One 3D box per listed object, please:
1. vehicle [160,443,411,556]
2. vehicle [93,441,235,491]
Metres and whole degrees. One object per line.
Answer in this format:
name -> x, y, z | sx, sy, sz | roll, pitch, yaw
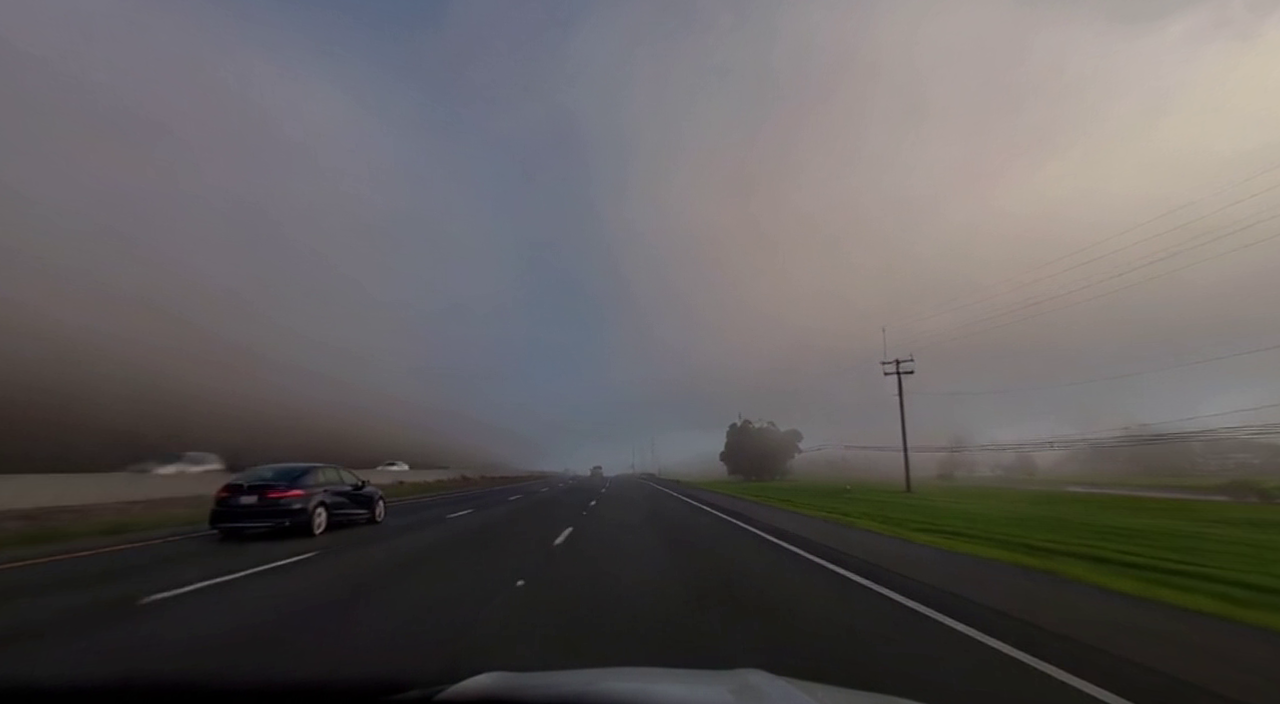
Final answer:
vehicle -> -6.308, 2.699, 12.036 | 2.194, 1.704, 4.421 | 1, -10, -1
vehicle -> -19.580, 4.766, 26.316 | 2.049, 1.828, 5.027 | 1, -10, -2
